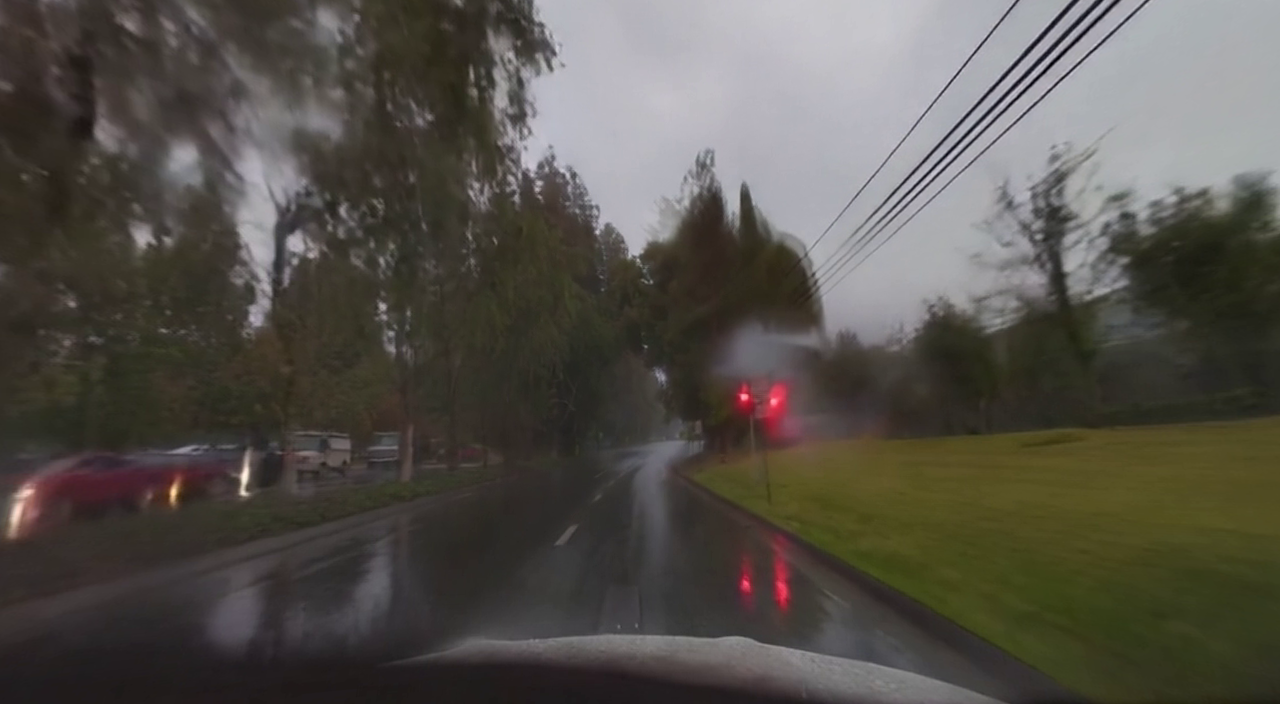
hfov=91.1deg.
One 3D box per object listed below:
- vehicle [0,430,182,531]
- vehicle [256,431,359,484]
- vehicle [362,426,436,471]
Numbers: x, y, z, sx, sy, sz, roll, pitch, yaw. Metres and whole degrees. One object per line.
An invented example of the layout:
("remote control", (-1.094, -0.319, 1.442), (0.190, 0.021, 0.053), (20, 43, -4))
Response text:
("vehicle", (-14.628, 3.178, 16.251), (2.266, 2.117, 6.049), (1, -9, -14))
("vehicle", (-18.063, 5.750, 34.655), (2.327, 2.595, 6.045), (-1, -9, 0))
("vehicle", (-18.312, 7.410, 48.274), (2.739, 3.171, 7.030), (0, -9, 1))
